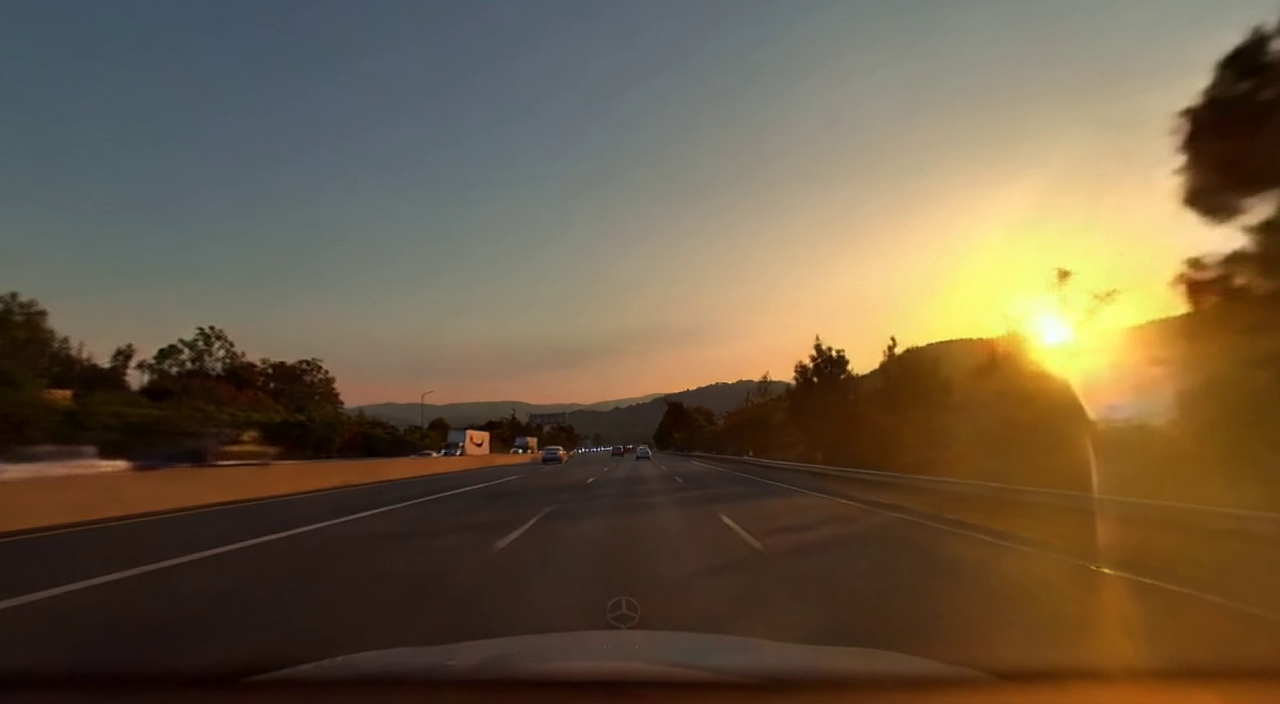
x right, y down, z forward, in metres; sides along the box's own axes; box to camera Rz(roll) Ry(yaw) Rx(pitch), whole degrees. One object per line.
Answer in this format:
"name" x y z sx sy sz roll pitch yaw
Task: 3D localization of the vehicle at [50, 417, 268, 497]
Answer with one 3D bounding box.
"vehicle" -19.420 4.336 26.425 2.726 2.788 8.084 0 -9 0
